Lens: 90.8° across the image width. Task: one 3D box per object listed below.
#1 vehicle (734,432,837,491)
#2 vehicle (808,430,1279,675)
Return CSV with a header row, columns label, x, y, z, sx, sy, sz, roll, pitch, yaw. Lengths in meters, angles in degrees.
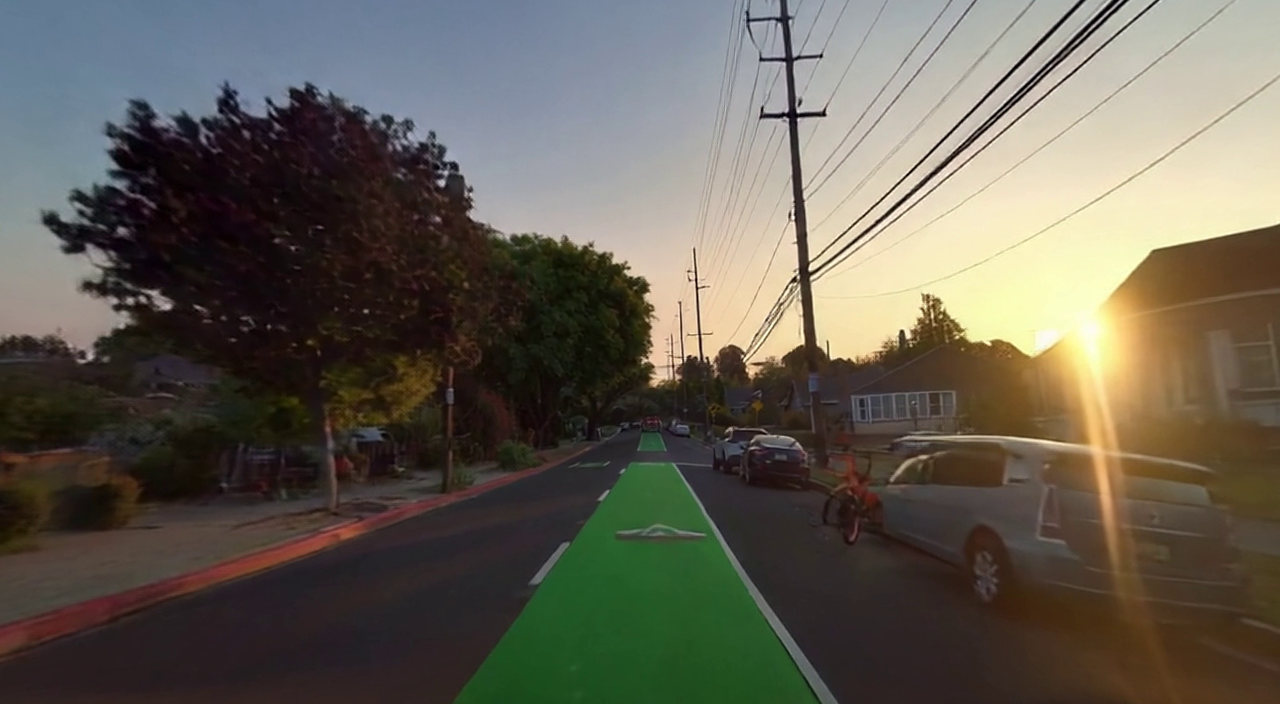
label,x,y,z,sx,sy,sz,roll,pitch,yaw
vehicle,4.089,3.163,18.516,1.981,1.512,4.144,0,-9,-1
vehicle,3.370,1.594,6.240,2.235,1.500,4.496,0,-9,1
